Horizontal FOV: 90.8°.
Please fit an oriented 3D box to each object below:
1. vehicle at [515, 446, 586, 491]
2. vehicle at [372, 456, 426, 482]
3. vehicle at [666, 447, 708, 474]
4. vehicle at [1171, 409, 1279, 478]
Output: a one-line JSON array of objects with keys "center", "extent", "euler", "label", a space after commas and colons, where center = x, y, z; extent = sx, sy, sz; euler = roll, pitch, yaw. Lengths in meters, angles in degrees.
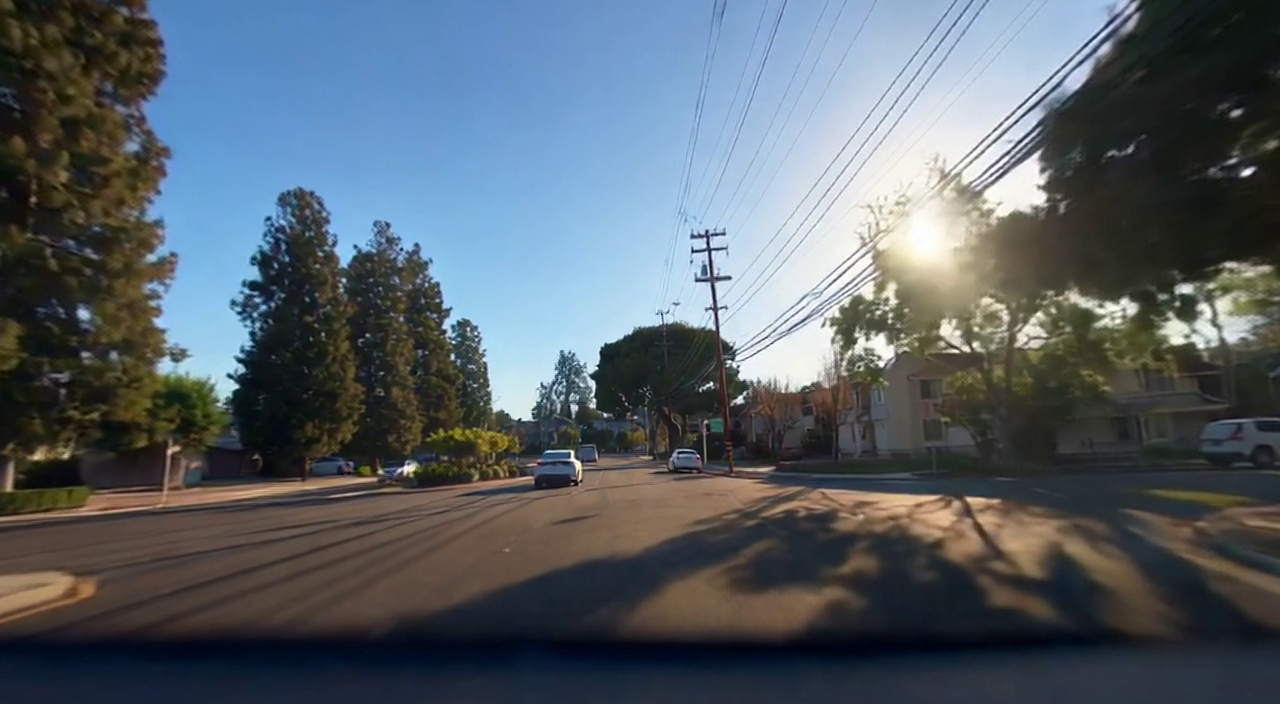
[{"center": [-3.219, 4.298, 23.670], "extent": [2.041, 1.471, 4.602], "euler": [0, -9, -1], "label": "vehicle"}, {"center": [-16.132, 7.818, 42.482], "extent": [2.143, 1.524, 4.408], "euler": [0, -9, -4], "label": "vehicle"}, {"center": [2.760, 6.546, 38.335], "extent": [2.074, 1.450, 4.621], "euler": [0, -9, -2], "label": "vehicle"}, {"center": [23.976, 3.250, 23.493], "extent": [6.003, 2.088, 2.658], "euler": [-5, -7, -2], "label": "vehicle"}]
